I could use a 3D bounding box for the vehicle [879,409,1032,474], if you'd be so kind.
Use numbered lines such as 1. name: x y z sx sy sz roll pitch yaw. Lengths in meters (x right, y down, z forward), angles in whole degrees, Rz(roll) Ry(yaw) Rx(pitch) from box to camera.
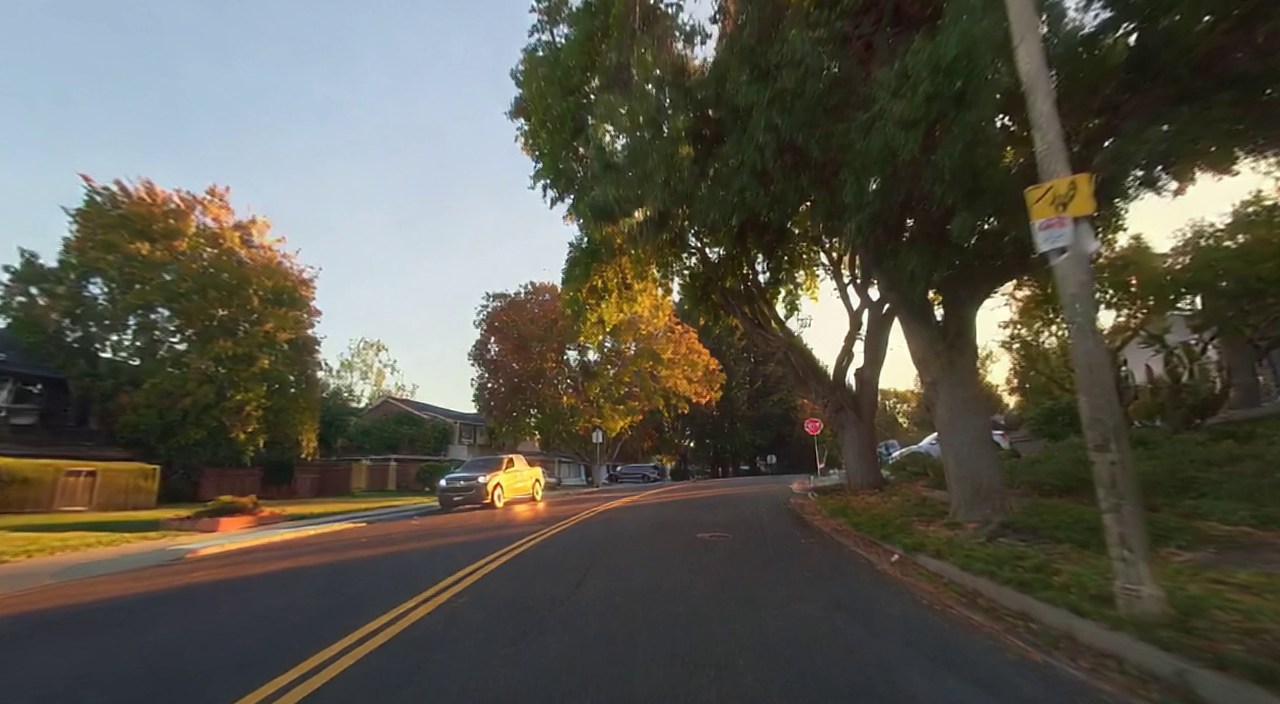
1. vehicle: 12.192 3.537 24.722 4.740 1.638 2.018 -5 -25 4

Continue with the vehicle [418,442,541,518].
1. vehicle: -4.777 4.086 19.576 1.963 1.539 4.210 -4 -22 11
